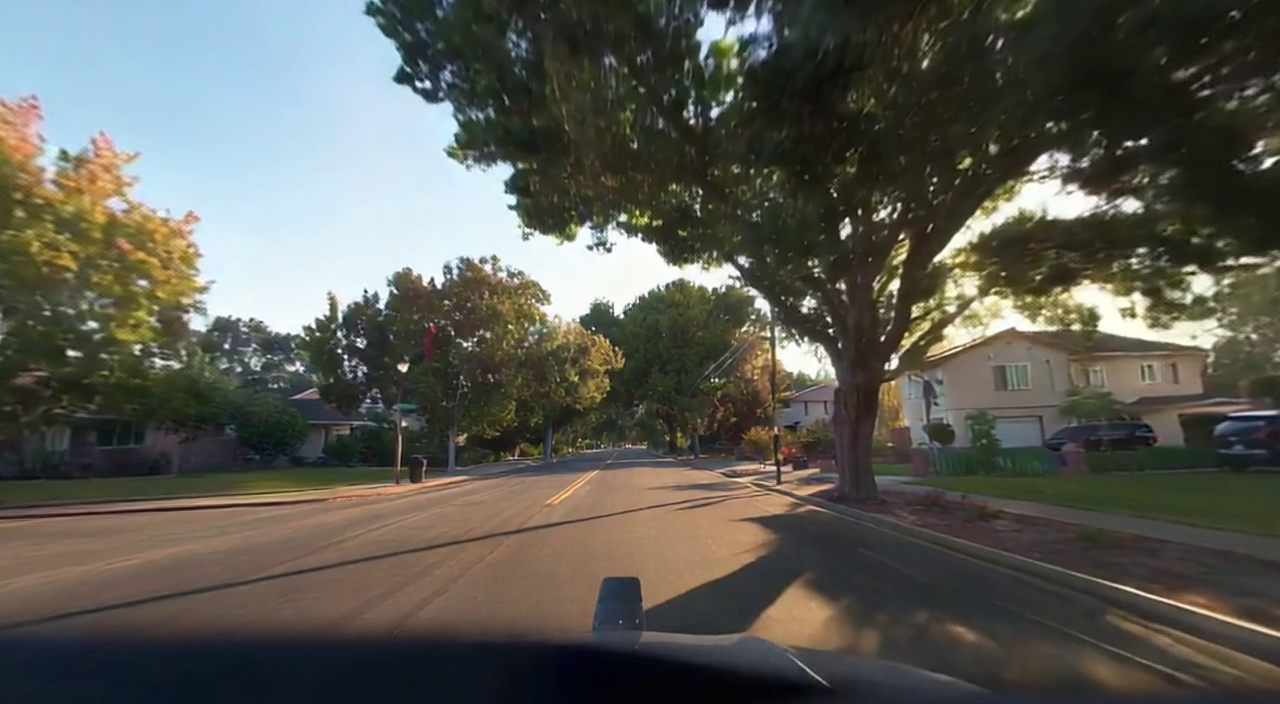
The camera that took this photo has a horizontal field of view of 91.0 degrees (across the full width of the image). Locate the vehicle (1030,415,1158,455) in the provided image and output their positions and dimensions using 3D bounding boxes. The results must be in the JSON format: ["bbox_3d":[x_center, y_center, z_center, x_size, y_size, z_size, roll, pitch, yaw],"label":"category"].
[{"bbox_3d":[18.849,3.481,26.306,3.730,1.604,2.027,0,-8,2],"label":"vehicle"}]
